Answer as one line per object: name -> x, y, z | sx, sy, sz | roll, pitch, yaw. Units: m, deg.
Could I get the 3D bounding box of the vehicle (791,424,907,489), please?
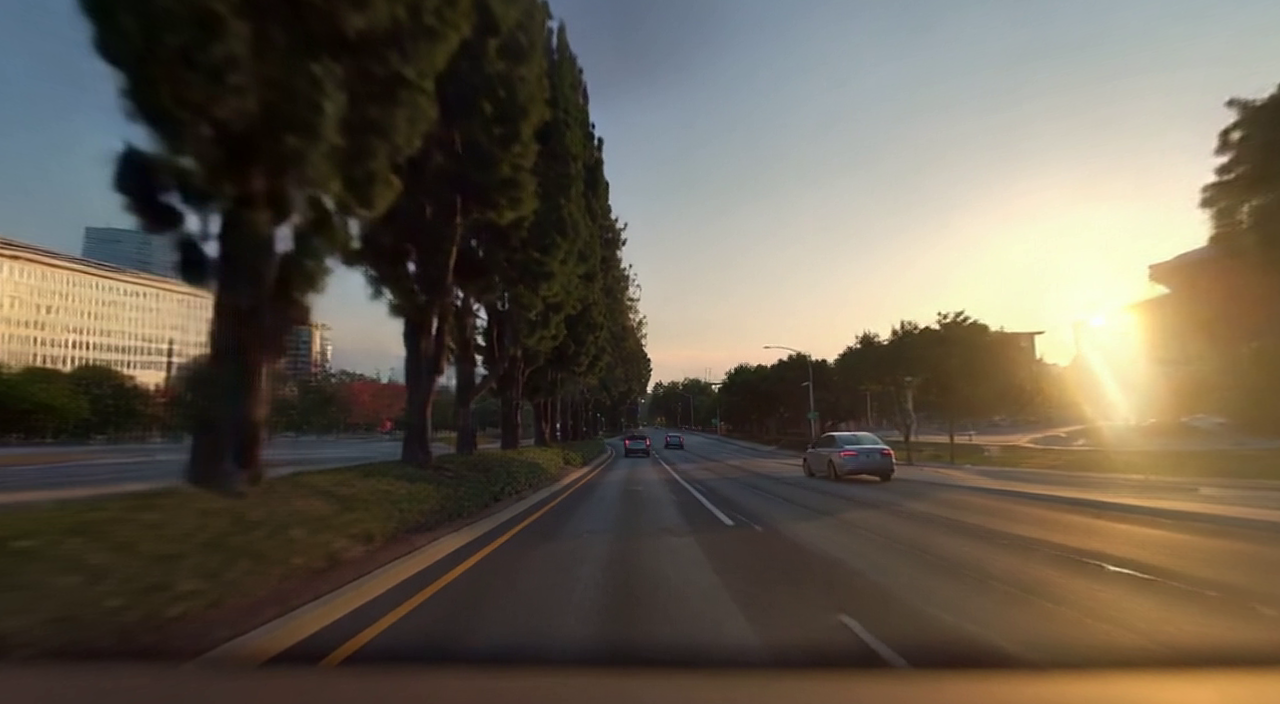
vehicle -> 6.434, 3.280, 20.116 | 2.026, 1.804, 4.565 | 0, -8, -1

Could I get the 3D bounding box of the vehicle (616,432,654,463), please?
vehicle -> -0.307, 5.826, 38.641 | 2.193, 1.794, 4.457 | 0, -8, 0
